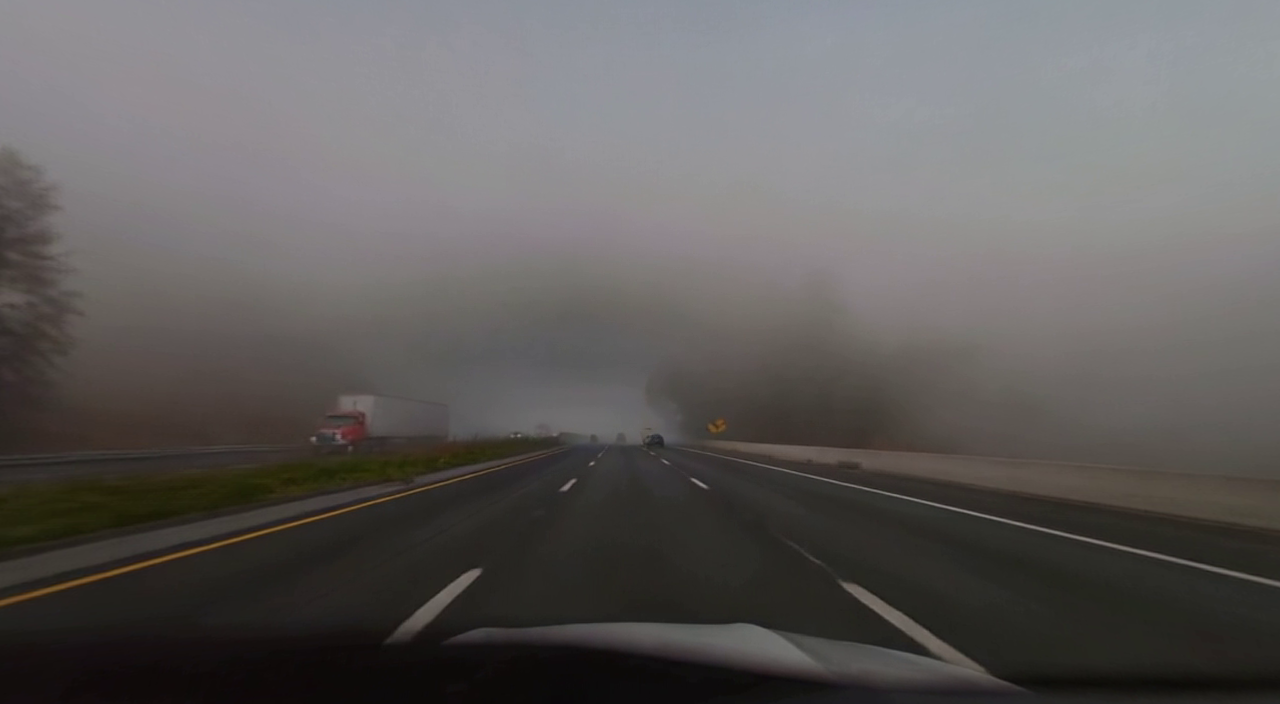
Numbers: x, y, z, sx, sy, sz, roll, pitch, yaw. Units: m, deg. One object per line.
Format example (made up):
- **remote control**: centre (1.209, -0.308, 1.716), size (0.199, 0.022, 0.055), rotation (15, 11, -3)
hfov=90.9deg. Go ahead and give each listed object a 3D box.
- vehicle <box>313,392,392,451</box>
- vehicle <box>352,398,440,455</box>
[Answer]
- **vehicle**: centre (-20.438, 5.035, 45.195), size (2.988, 3.962, 5.807), rotation (0, -8, -2)
- **vehicle**: centre (-15.775, 4.952, 41.376), size (2.845, 3.395, 7.669), rotation (0, -8, -2)
